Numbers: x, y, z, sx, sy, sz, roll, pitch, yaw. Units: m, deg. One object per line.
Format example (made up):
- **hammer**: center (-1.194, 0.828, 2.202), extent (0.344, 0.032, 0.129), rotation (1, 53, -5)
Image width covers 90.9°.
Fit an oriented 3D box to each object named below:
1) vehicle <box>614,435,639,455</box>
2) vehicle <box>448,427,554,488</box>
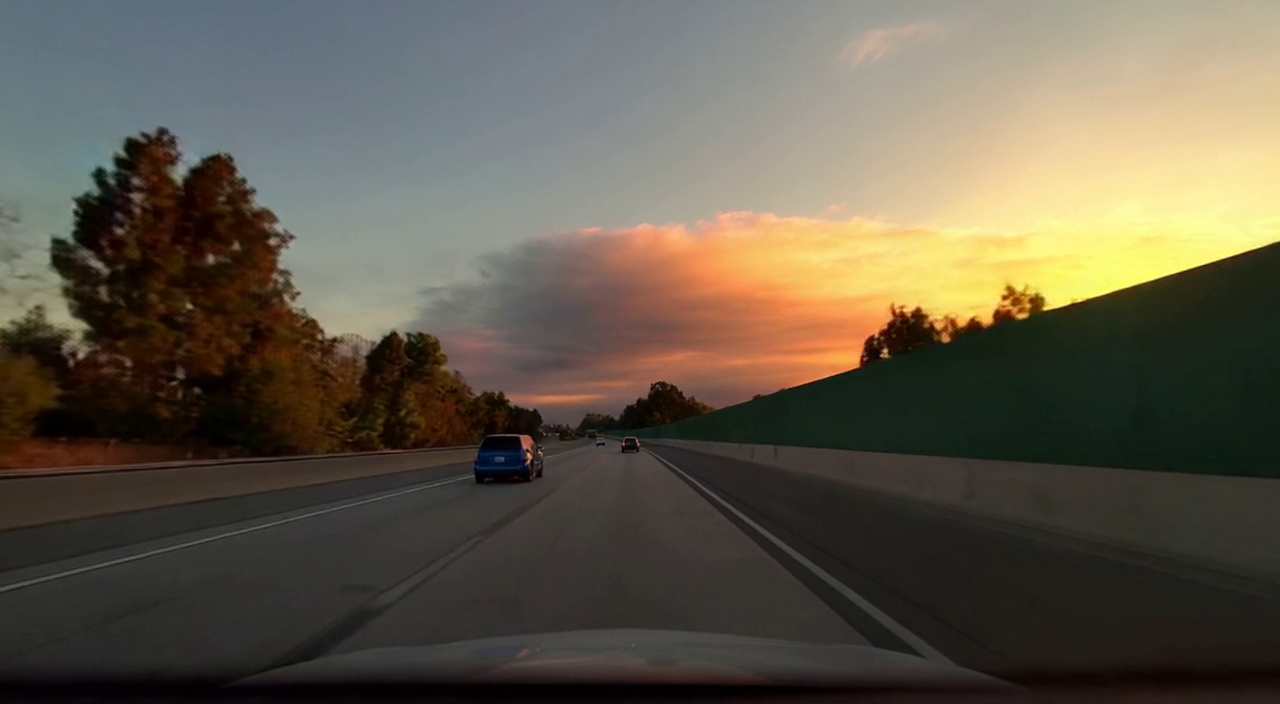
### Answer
- **vehicle**: center (-0.980, 6.844, 46.524), extent (1.836, 1.450, 3.519), rotation (0, -8, -1)
- **vehicle**: center (-3.909, 3.037, 18.656), extent (2.072, 1.545, 4.767), rotation (0, -8, 0)
